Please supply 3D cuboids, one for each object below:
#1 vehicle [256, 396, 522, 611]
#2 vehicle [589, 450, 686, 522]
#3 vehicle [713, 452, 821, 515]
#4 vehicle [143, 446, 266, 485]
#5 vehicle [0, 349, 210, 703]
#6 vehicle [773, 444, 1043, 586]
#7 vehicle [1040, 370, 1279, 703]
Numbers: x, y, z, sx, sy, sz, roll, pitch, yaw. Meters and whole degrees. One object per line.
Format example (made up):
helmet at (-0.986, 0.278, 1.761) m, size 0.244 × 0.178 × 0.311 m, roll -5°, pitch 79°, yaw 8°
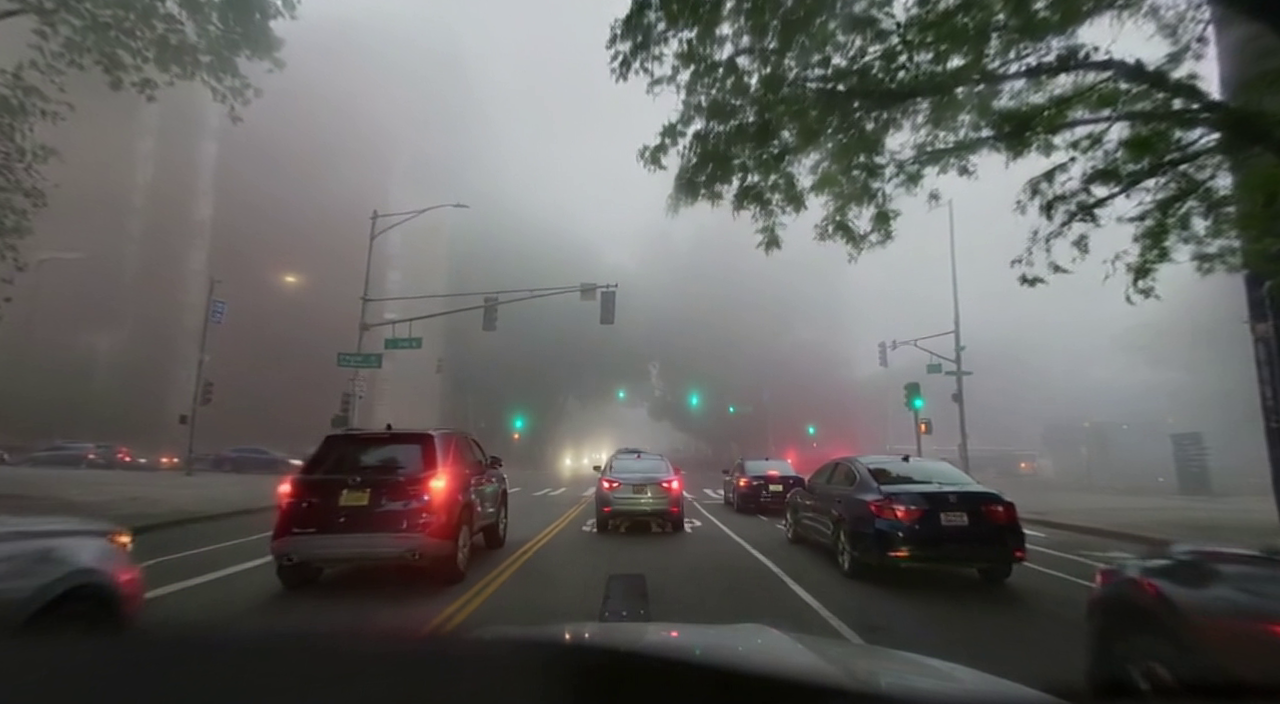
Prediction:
vehicle at (-2.767, 1.719, 7.992) m, size 1.683 × 2.039 × 3.703 m, roll 0°, pitch -8°, yaw 2°
vehicle at (-0.076, 3.114, 15.198) m, size 2.031 × 1.461 × 3.763 m, roll 0°, pitch -8°, yaw -1°
vehicle at (3.364, 3.565, 17.636) m, size 1.942 × 1.443 × 4.468 m, roll 0°, pitch -8°, yaw -2°
vehicle at (-20.247, 5.263, 29.469) m, size 4.271 × 1.705 × 1.941 m, roll 0°, pitch -8°, yaw 1°
vehicle at (-3.412, 0.710, 1.291) m, size 2.046 × 1.744 × 4.407 m, roll 0°, pitch -8°, yaw -2°
vehicle at (3.440, 2.140, 9.282) m, size 1.973 × 1.537 × 4.533 m, roll 0°, pitch -8°, yaw 0°
vehicle at (3.254, 0.752, 1.219) m, size 2.179 × 1.631 × 4.173 m, roll 0°, pitch -8°, yaw 0°
